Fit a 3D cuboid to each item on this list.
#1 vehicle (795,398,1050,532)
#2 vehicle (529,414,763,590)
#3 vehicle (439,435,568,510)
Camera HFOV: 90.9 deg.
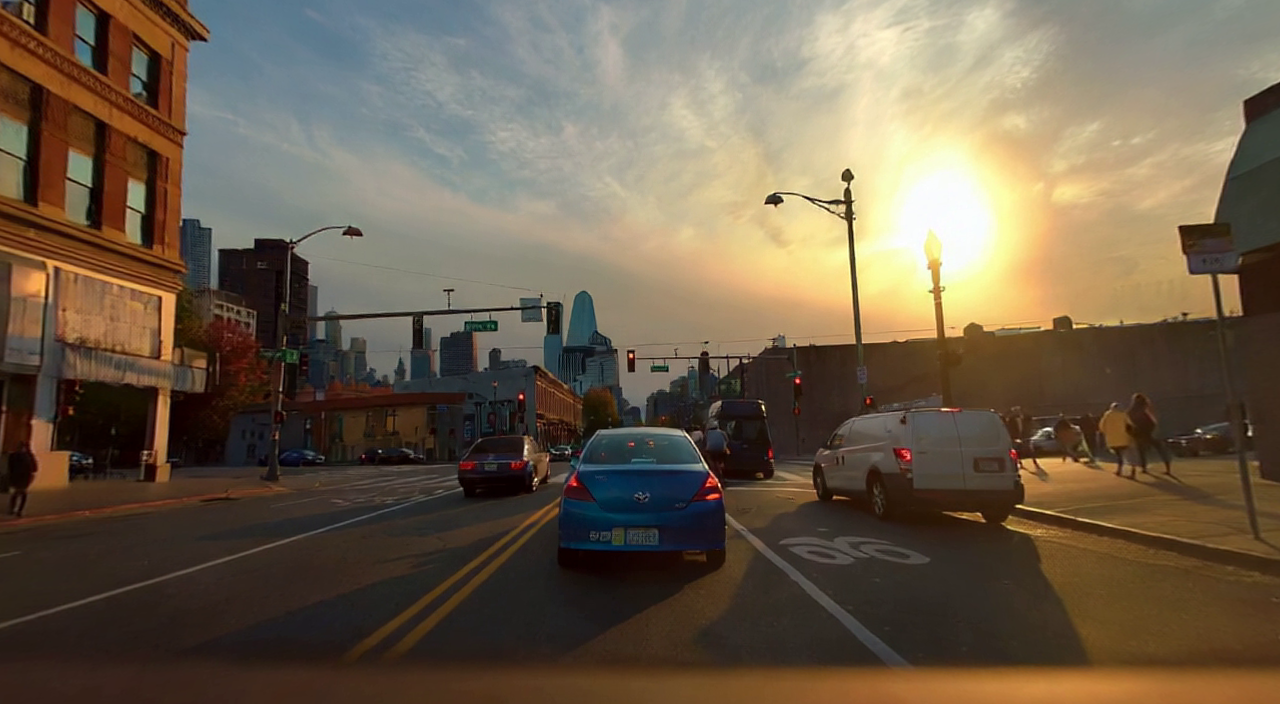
[{"bbox_3d":[4.513,1.923,11.171,2.142,1.829,4.767,0,-9,-2],"label":"vehicle"},{"bbox_3d":[0.041,1.650,7.721,2.091,1.557,4.000,0,-9,0],"label":"vehicle"},{"bbox_3d":[-2.943,2.722,14.722,2.039,1.452,4.489,0,-9,0],"label":"vehicle"}]
